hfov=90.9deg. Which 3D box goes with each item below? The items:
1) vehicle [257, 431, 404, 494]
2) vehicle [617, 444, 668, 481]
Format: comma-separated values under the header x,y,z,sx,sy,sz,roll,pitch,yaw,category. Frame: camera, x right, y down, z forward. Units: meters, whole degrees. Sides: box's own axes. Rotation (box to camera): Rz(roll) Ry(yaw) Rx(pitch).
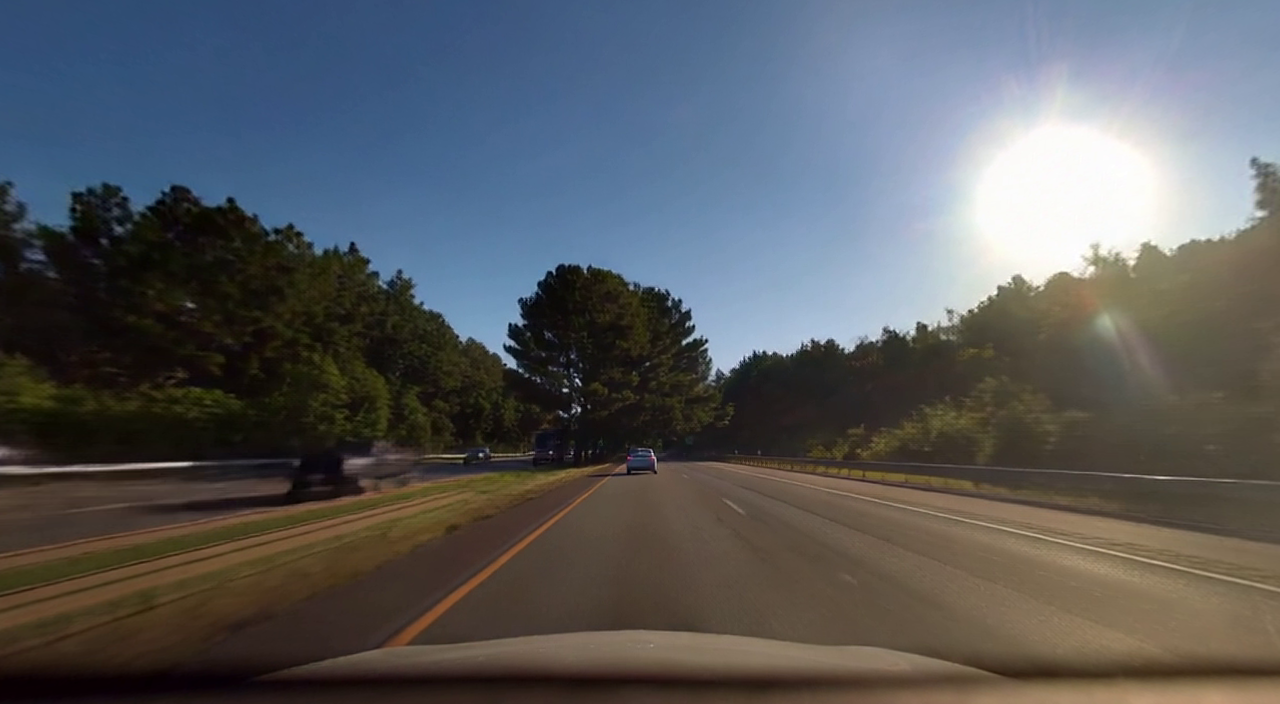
x,y,z,sx,sy,sz,roll,pitch,yaw,category
-8.875,3.213,18.632,2.061,1.622,4.452,0,-9,0,vehicle
0.065,4.917,28.318,2.114,1.523,4.012,0,-9,-1,vehicle
